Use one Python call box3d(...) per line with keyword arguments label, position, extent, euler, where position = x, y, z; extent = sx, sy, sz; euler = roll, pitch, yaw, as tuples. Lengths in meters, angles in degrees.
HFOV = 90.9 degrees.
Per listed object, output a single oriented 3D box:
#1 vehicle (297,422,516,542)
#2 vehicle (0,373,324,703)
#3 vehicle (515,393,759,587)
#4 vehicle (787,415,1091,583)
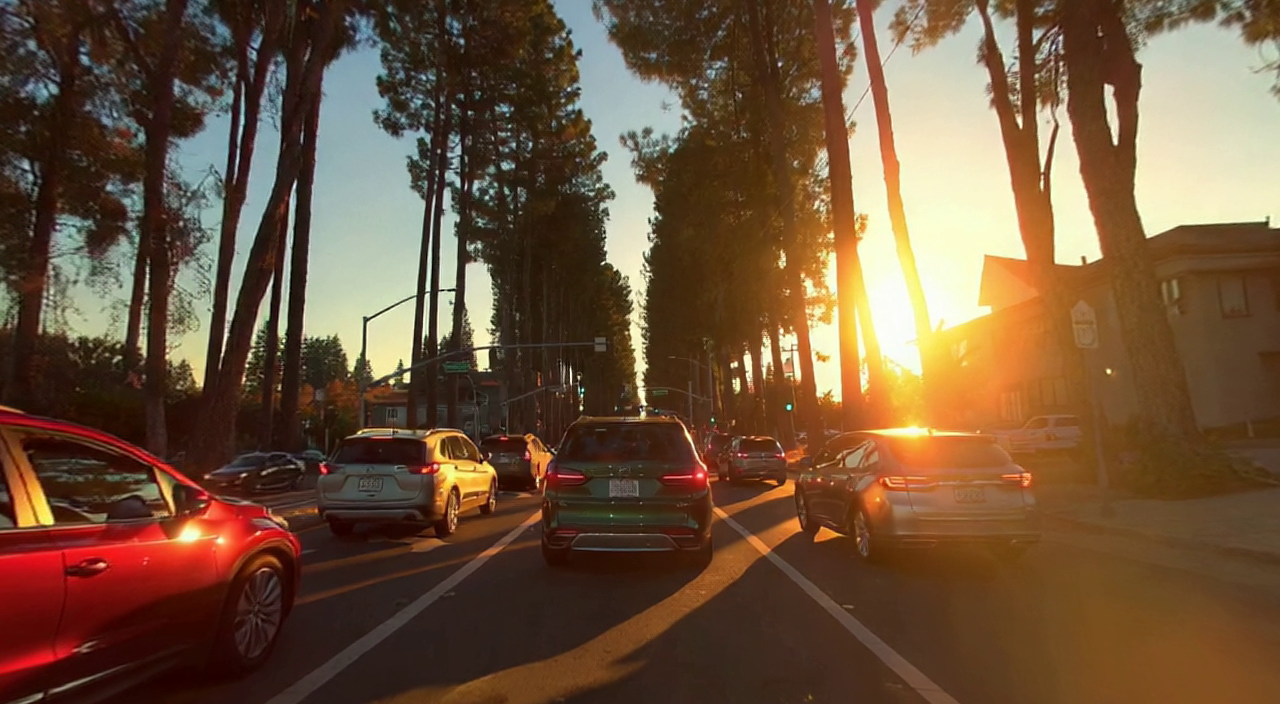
box3d(label="vehicle", position=(-3.657, 2.112, 10.917), extent=(2.042, 1.641, 4.314), euler=(0, -8, 1))
box3d(label="vehicle", position=(-3.776, 0.995, 3.295), extent=(1.929, 1.641, 4.193), euler=(0, -8, 2))
box3d(label="vehicle", position=(-0.009, 1.549, 7.797), extent=(2.193, 1.744, 4.033), euler=(0, -8, 1))
box3d(label="vehicle", position=(3.275, 1.670, 7.872), extent=(1.922, 1.579, 3.642), euler=(0, -8, -1))
